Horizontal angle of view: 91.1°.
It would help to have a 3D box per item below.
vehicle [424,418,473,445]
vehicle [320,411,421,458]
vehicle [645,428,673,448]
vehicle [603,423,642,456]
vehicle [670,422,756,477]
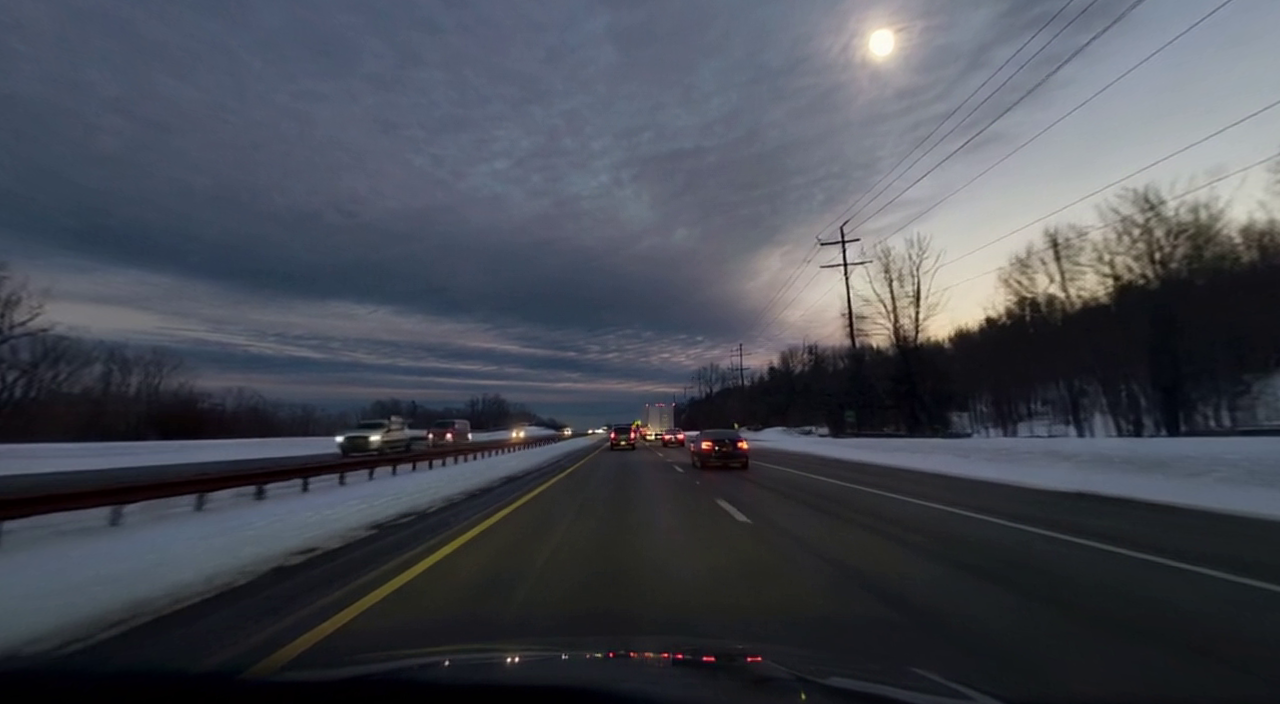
[{"bbox_3d":[-14.092,5.900,46.581,2.185,1.904,4.842,0,-8,-1],"label":"vehicle"},{"bbox_3d":[-9.879,3.095,23.447,1.937,1.573,4.369,0,-8,-2],"label":"vehicle"},{"bbox_3d":[1.408,6.586,48.299,1.807,1.484,3.765,0,-8,-3],"label":"vehicle"},{"bbox_3d":[-0.938,4.746,34.152,2.019,1.642,3.790,0,-8,-1],"label":"vehicle"},{"bbox_3d":[2.229,3.122,20.334,2.062,1.581,3.914,0,-8,-4],"label":"vehicle"}]
